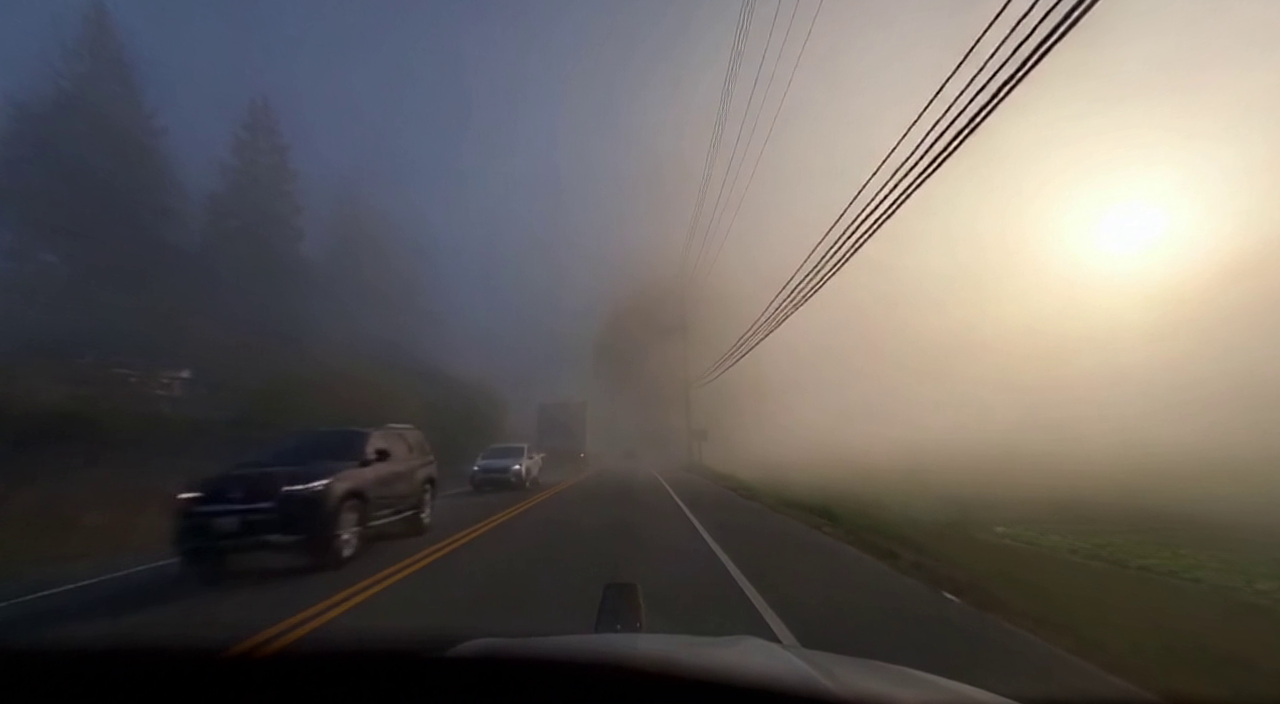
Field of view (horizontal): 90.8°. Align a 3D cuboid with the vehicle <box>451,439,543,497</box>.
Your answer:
[{"bbox_3d":[-4.751,3.869,21.643,2.100,1.664,4.451,-2,-8,0],"label":"vehicle"}]

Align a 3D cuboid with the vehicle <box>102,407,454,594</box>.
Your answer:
[{"bbox_3d":[-4.531,1.893,9.204,2.269,1.873,5.076,-1,-8,-2],"label":"vehicle"}]

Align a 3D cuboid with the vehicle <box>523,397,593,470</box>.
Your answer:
[{"bbox_3d":[-4.879,5.174,38.965,3.544,4.103,5.897,1,-10,-1],"label":"vehicle"}]
